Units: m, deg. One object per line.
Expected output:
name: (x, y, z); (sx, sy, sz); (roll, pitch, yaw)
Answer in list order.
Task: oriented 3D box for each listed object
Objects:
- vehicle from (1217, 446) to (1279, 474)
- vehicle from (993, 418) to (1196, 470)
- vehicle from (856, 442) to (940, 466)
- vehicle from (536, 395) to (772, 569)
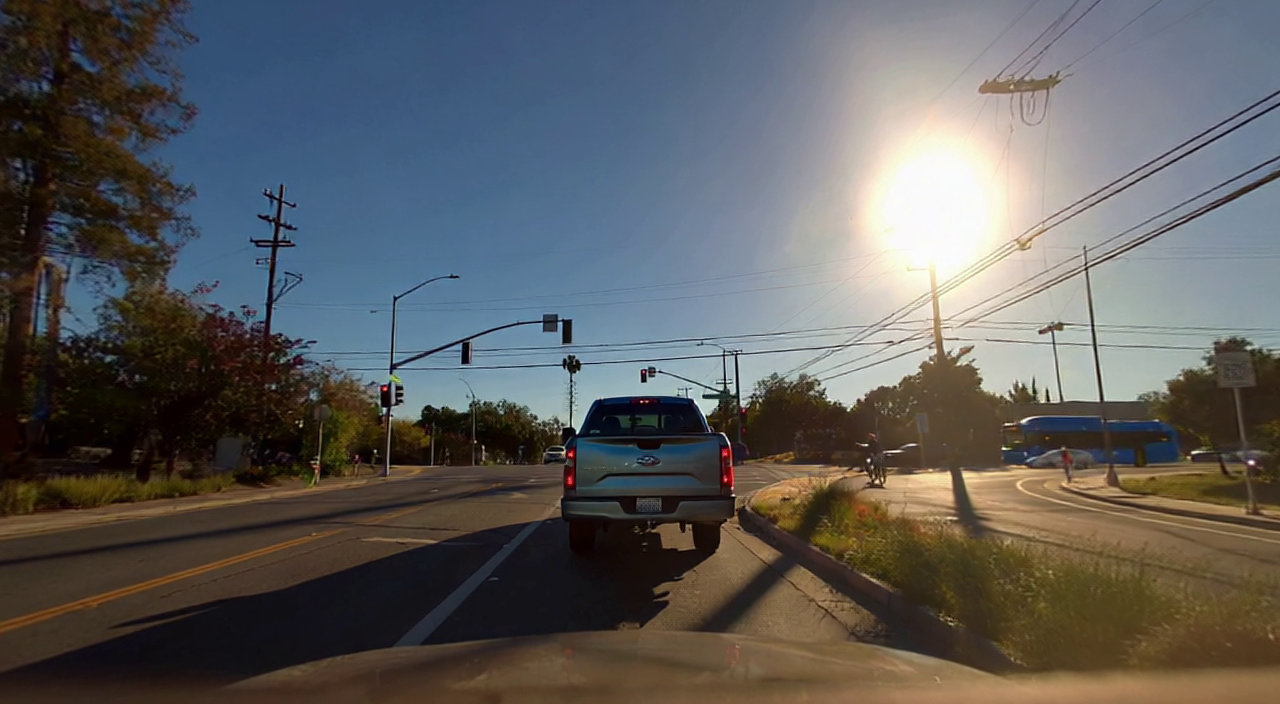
vehicle: (41.372, 7.018, 41.260); (5.426, 1.728, 1.999); (0, -8, -2)
vehicle: (29.388, 5.979, 41.253); (10.726, 3.128, 3.003); (-1, -8, 1)
vehicle: (16.753, 6.634, 41.207); (4.578, 1.490, 1.935); (-1, -8, 3)
vehicle: (0.117, 1.900, 10.101); (2.707, 1.964, 5.485); (0, -8, -1)
